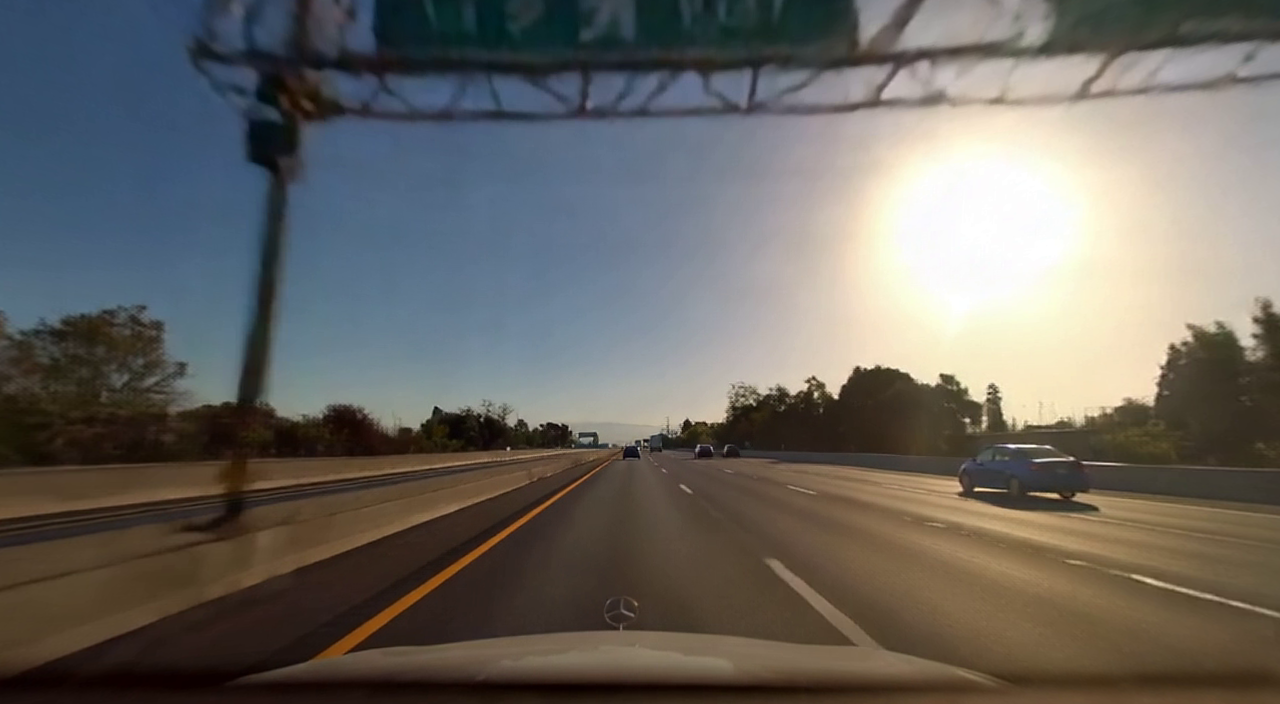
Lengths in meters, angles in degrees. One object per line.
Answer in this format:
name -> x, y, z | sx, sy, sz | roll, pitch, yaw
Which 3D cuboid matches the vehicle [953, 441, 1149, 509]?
vehicle -> 10.678, 3.184, 16.985 | 2.024, 1.481, 4.747 | 1, -8, -1
